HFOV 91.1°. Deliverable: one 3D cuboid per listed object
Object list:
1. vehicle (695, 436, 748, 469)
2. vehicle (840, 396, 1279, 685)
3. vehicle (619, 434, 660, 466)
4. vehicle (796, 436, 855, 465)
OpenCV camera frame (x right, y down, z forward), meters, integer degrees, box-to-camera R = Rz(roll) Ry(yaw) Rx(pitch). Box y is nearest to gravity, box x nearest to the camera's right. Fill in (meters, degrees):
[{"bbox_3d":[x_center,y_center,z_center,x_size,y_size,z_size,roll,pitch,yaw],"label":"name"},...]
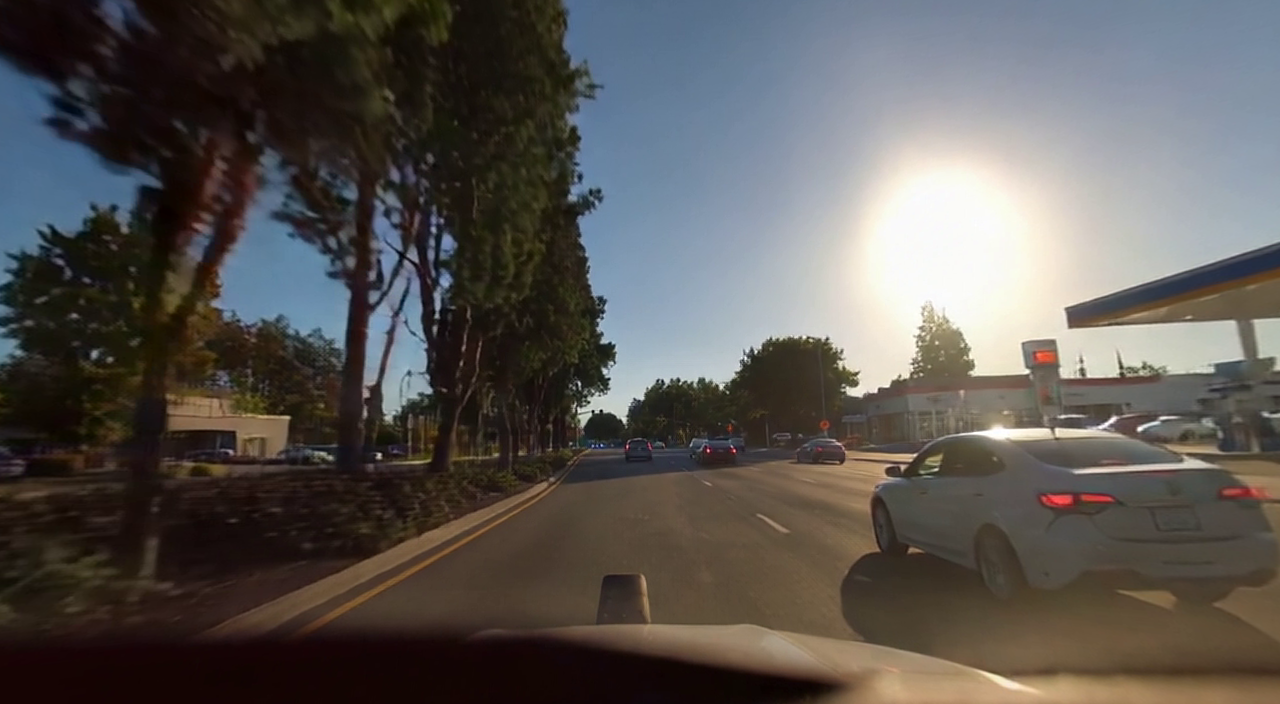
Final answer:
[{"bbox_3d":[3.984,5.012,31.383,1.980,1.515,4.362,0,-9,-1],"label":"vehicle"},{"bbox_3d":[3.678,1.342,5.731,2.119,1.509,4.756,0,-9,0],"label":"vehicle"},{"bbox_3d":[-0.052,5.541,35.603,2.172,1.694,4.055,0,-9,-1],"label":"vehicle"},{"bbox_3d":[10.120,5.405,34.508,1.906,1.488,4.251,0,-9,0],"label":"vehicle"}]
